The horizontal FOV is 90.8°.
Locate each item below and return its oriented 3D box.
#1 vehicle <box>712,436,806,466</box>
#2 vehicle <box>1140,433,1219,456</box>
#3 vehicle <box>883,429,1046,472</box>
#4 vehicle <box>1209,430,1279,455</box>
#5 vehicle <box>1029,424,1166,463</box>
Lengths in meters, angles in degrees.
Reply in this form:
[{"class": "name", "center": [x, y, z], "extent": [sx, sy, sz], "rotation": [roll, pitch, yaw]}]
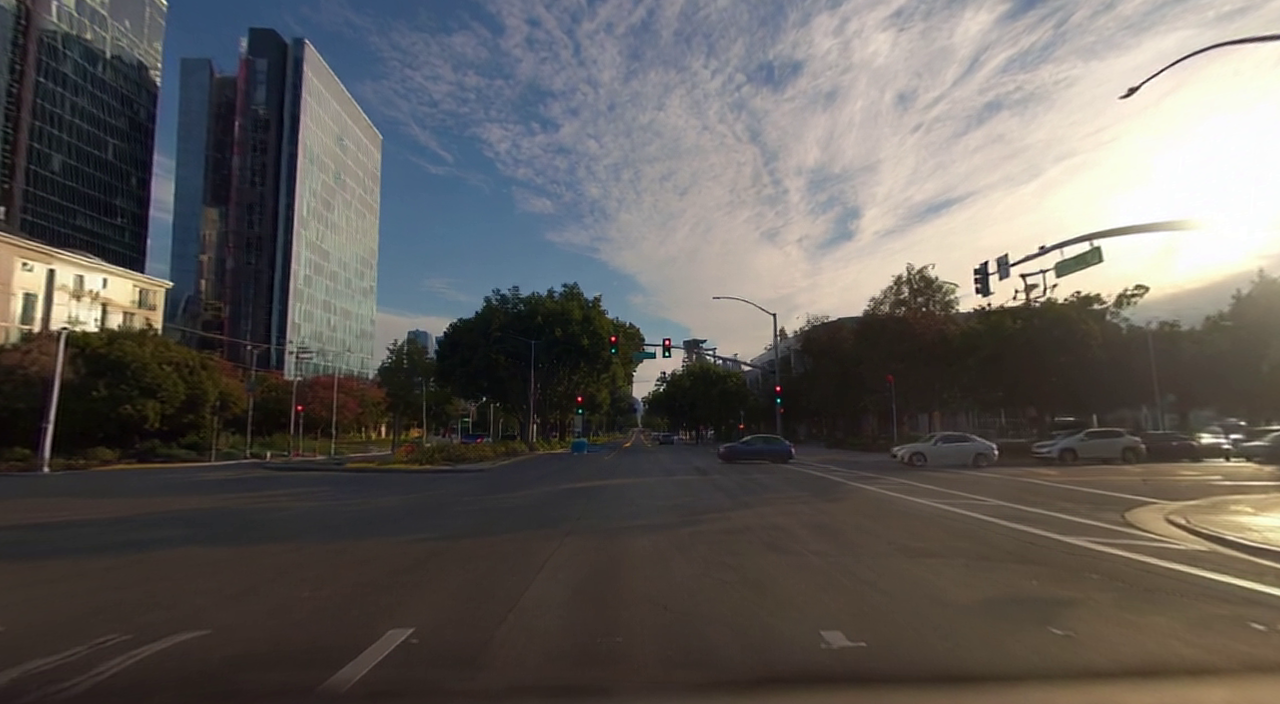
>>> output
[{"class": "vehicle", "center": [5.350, 4.522, 28.858], "extent": [4.046, 1.306, 1.719], "rotation": [-1, -9, 5]}, {"class": "vehicle", "center": [36.597, 6.299, 42.990], "extent": [1.726, 1.429, 4.163], "rotation": [0, -9, 2]}, {"class": "vehicle", "center": [11.718, 3.580, 23.040], "extent": [4.916, 1.504, 1.846], "rotation": [0, -9, -2]}, {"class": "vehicle", "center": [42.253, 6.178, 43.100], "extent": [2.037, 1.614, 5.175], "rotation": [0, -9, 0]}, {"class": "vehicle", "center": [20.699, 4.182, 28.751], "extent": [4.571, 1.698, 1.977], "rotation": [-1, -9, 4]}]
